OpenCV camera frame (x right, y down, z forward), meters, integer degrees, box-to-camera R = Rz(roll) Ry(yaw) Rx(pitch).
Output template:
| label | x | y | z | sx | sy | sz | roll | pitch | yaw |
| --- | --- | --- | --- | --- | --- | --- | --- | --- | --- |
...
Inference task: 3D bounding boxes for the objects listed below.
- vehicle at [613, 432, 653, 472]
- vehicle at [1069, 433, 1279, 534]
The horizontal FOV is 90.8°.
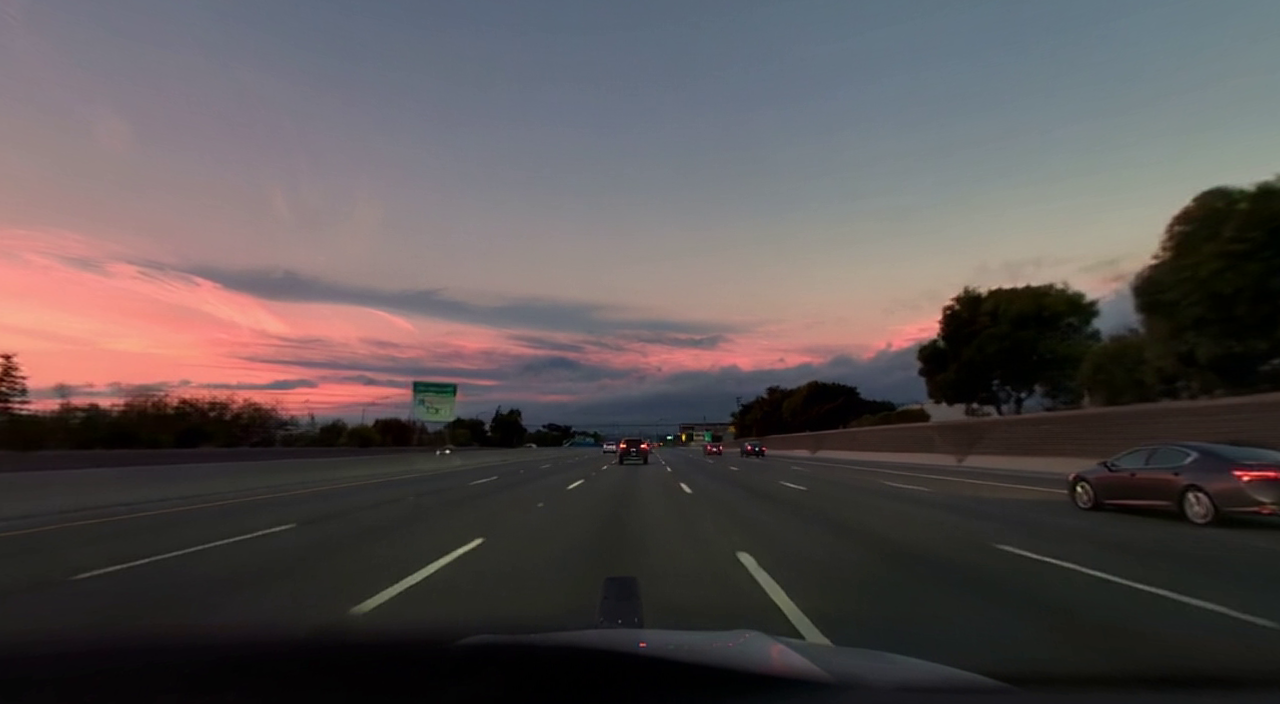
| label | x | y | z | sx | sy | sz | roll | pitch | yaw |
| --- | --- | --- | --- | --- | --- | --- | --- | --- | --- |
| vehicle | -0.282 | 5.024 | 31.889 | 1.893 | 1.827 | 4.513 | 0 | -8 | 1 |
| vehicle | 10.154 | 2.206 | 11.199 | 1.900 | 1.432 | 4.519 | 0 | -8 | 0 |
